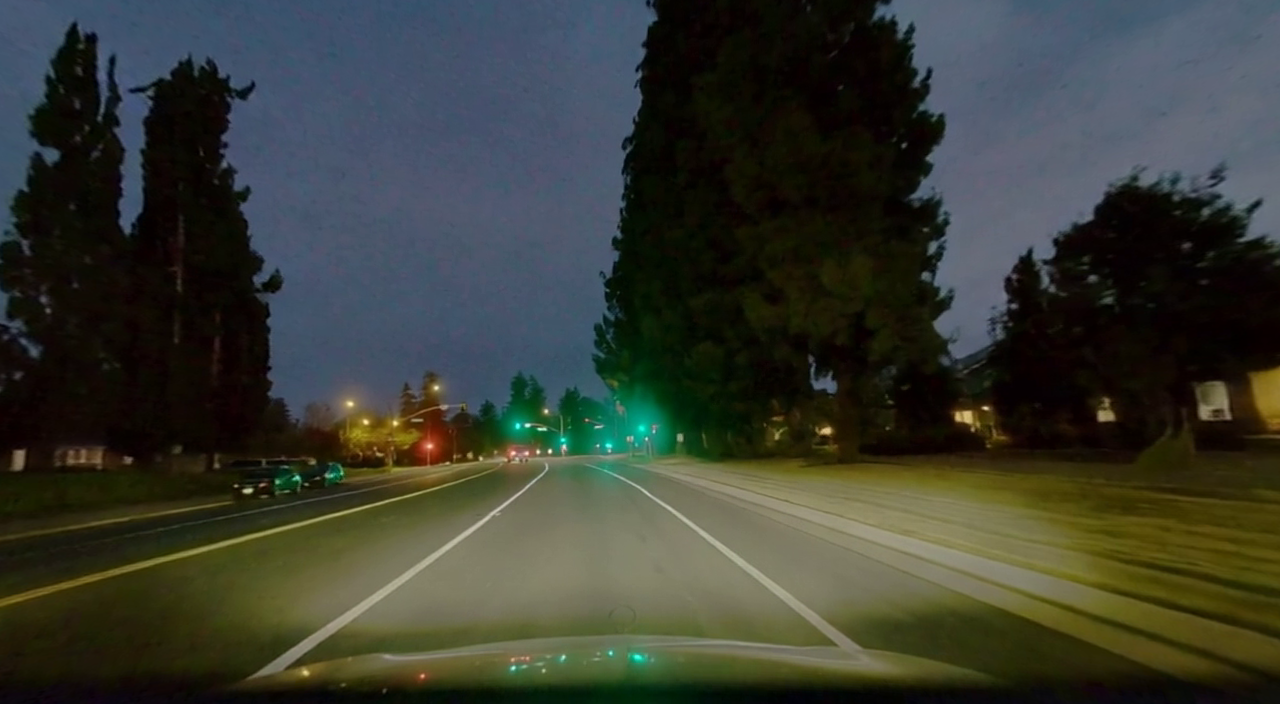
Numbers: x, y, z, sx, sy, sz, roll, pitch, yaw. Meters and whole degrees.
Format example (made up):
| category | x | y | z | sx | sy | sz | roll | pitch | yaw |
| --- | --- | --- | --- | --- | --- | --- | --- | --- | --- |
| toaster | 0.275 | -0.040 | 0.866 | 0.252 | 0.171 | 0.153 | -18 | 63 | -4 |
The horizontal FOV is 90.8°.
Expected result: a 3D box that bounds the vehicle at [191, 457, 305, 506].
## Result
| category | x | y | z | sx | sy | sz | roll | pitch | yaw |
| --- | --- | --- | --- | --- | --- | --- | --- | --- | --- |
| vehicle | -16.717 | 5.511 | 27.354 | 2.029 | 1.726 | 5.366 | -4 | -9 | -6 |
